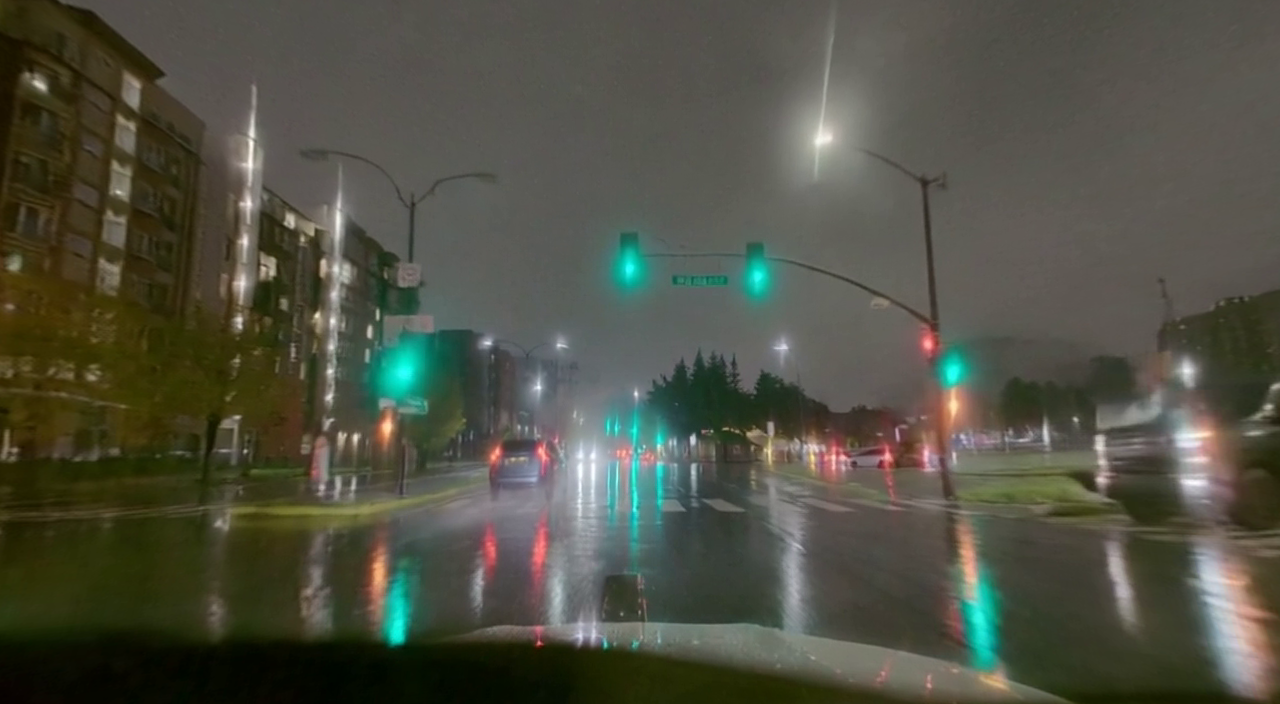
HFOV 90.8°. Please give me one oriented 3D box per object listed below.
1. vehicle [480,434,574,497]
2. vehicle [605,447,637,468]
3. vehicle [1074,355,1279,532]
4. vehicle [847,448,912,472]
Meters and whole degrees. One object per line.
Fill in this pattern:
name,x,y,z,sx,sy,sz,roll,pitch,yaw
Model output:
vehicle,-3.372,3.494,19.783,2.116,1.725,4.315,0,-9,0
vehicle,-1.404,7.610,45.590,2.095,1.438,3.843,1,-9,-5
vehicle,11.929,1.480,11.283,6.233,2.668,2.627,-3,-9,-3
vehicle,16.807,7.592,44.393,3.757,1.383,1.817,-2,-6,-3
